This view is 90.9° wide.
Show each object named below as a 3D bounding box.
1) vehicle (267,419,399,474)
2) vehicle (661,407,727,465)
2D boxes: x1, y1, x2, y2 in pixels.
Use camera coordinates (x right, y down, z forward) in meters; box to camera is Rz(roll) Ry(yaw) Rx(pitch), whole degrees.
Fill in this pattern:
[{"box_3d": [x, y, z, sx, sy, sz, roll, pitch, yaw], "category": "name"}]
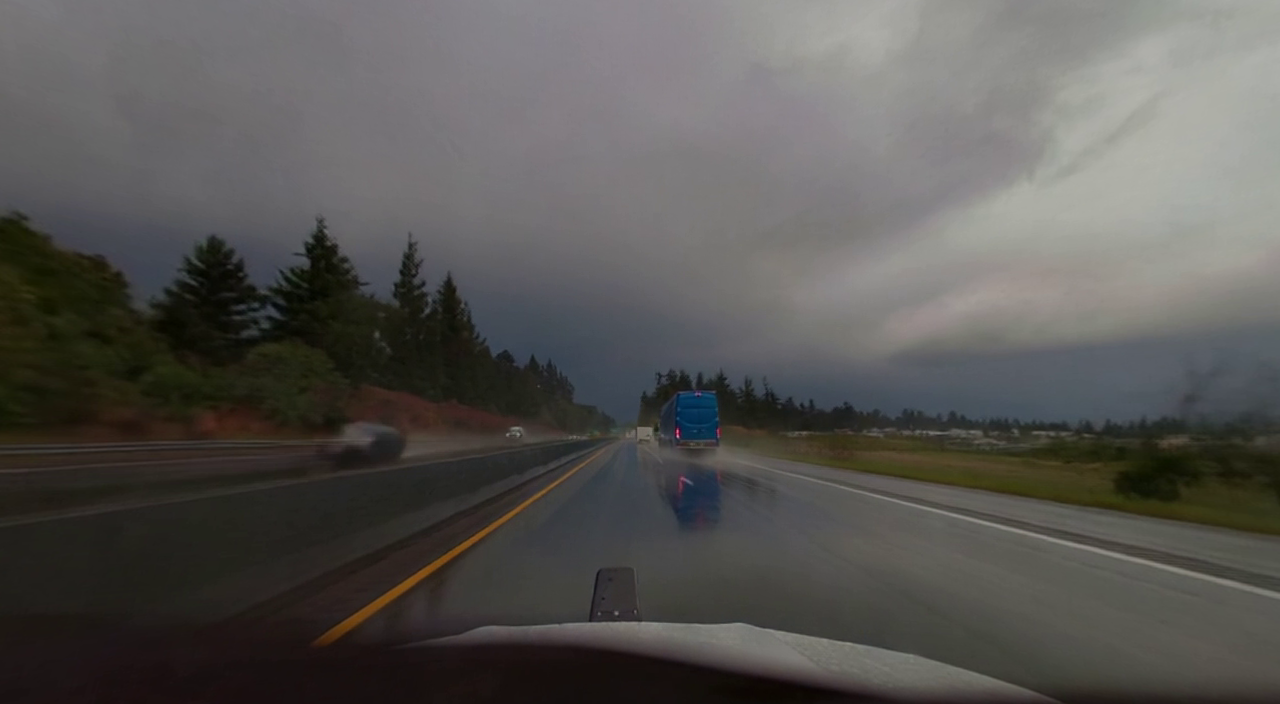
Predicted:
[{"box_3d": [-9.086, 2.831, 19.125, 1.865, 1.454, 4.375, 0, -8, -1], "category": "vehicle"}, {"box_3d": [2.524, 4.199, 31.628, 2.570, 2.596, 6.082, 0, -8, -2], "category": "vehicle"}]
